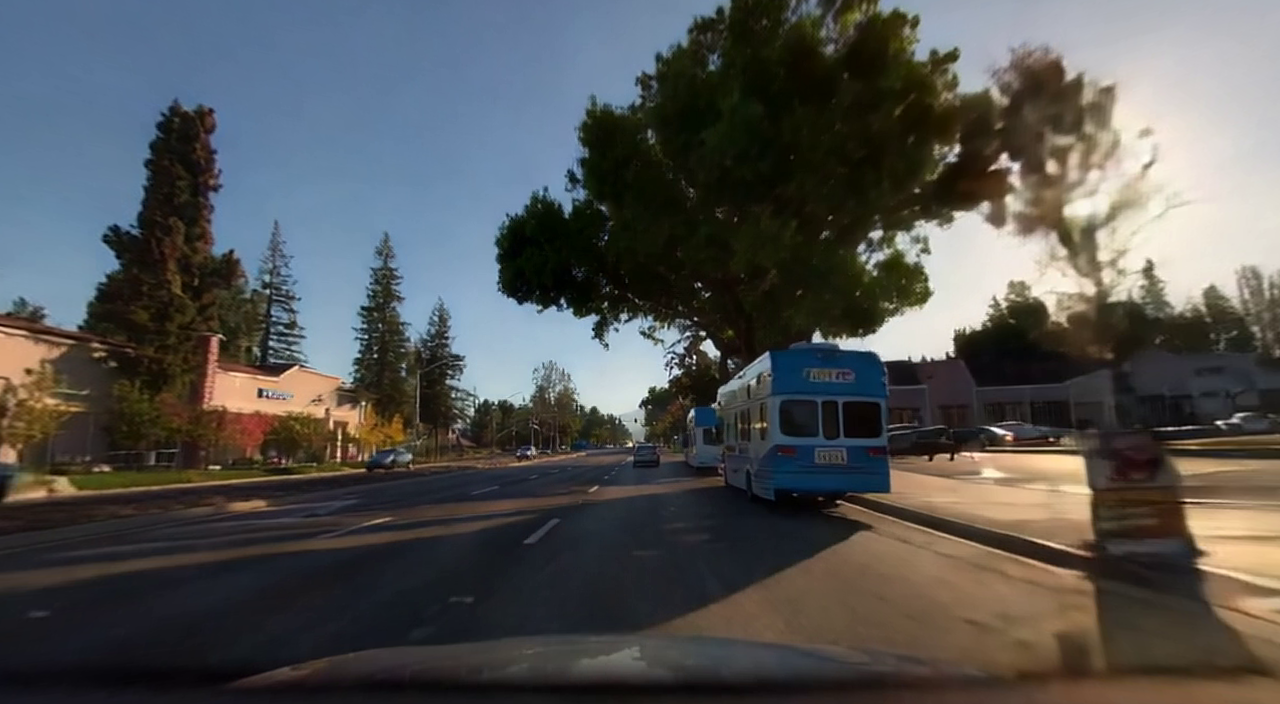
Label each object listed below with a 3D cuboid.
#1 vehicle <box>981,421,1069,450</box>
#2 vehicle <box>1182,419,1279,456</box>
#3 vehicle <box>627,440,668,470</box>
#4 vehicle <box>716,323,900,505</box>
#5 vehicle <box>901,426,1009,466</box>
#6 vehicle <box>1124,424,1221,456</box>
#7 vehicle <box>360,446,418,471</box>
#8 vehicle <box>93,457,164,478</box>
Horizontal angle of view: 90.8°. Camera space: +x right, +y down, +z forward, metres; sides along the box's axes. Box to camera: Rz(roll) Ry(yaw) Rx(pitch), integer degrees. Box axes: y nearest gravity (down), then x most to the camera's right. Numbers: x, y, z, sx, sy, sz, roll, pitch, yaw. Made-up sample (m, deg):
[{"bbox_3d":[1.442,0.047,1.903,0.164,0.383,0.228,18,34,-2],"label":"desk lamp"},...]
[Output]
[{"bbox_3d":[26.845,5.870,43.990,5.775,1.921,2.339,4,-10,-26],"label":"vehicle"},{"bbox_3d":[26.214,3.783,27.720,4.196,1.520,1.953,4,-10,-24],"label":"vehicle"},{"bbox_3d":[0.364,5.651,34.740,2.103,1.506,4.742,0,-9,0],"label":"vehicle"},{"bbox_3d":[4.102,1.938,17.873,2.896,3.921,8.415,0,-9,0],"label":"vehicle"},{"bbox_3d":[14.007,4.225,28.209,4.037,1.538,1.912,-7,-11,26],"label":"vehicle"},{"bbox_3d":[25.969,4.318,30.793,4.328,1.475,1.918,4,-10,-27],"label":"vehicle"},{"bbox_3d":[-17.204,7.284,43.520,2.067,1.578,4.457,0,-9,1],"label":"vehicle"},{"bbox_3d":[-39.302,8.862,48.670,1.756,1.470,4.454,0,-9,-1],"label":"vehicle"}]
